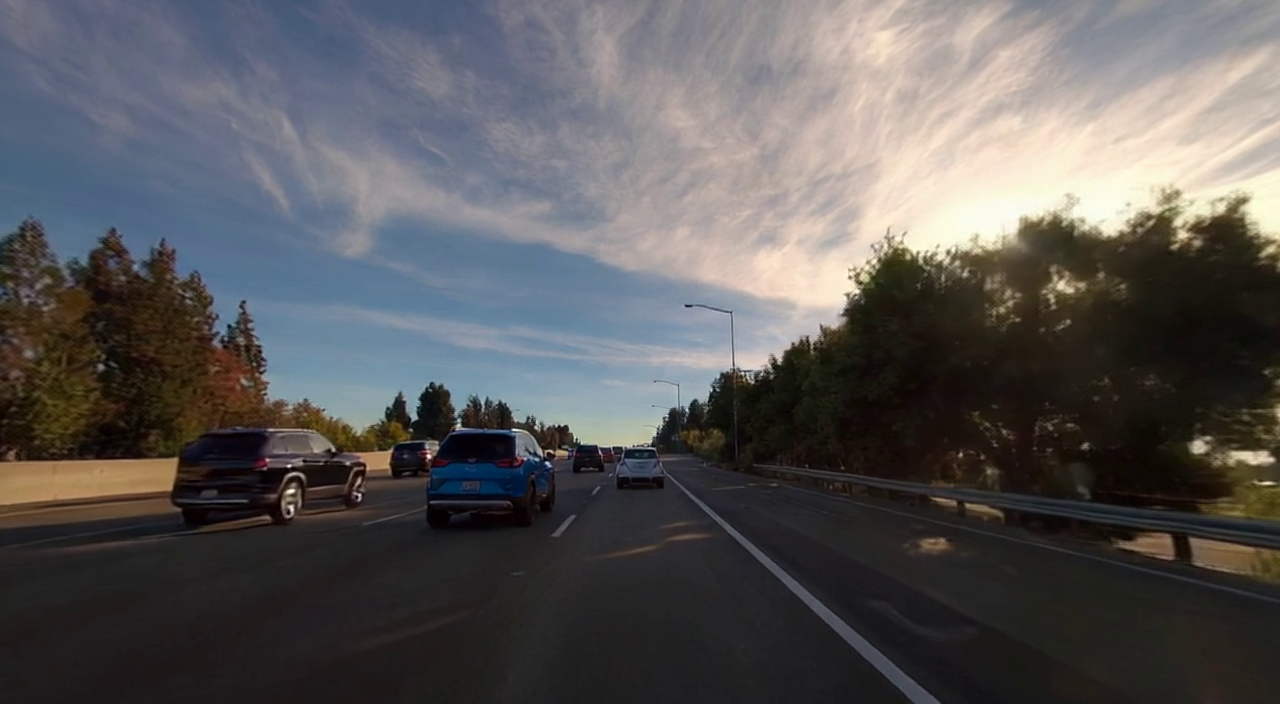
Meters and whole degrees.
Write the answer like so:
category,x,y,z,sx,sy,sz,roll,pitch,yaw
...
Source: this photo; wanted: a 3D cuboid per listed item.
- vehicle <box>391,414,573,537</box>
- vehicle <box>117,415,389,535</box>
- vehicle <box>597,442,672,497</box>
category,x,y,z,sx,sy,sz,roll,pitch,yaw
vehicle,-2.556,2.144,11.421,2.123,1.798,4.108,0,-9,1
vehicle,-6.909,2.249,12.067,2.162,1.823,4.566,0,-9,2
vehicle,-0.170,3.569,19.483,2.068,1.488,4.045,0,-9,0
